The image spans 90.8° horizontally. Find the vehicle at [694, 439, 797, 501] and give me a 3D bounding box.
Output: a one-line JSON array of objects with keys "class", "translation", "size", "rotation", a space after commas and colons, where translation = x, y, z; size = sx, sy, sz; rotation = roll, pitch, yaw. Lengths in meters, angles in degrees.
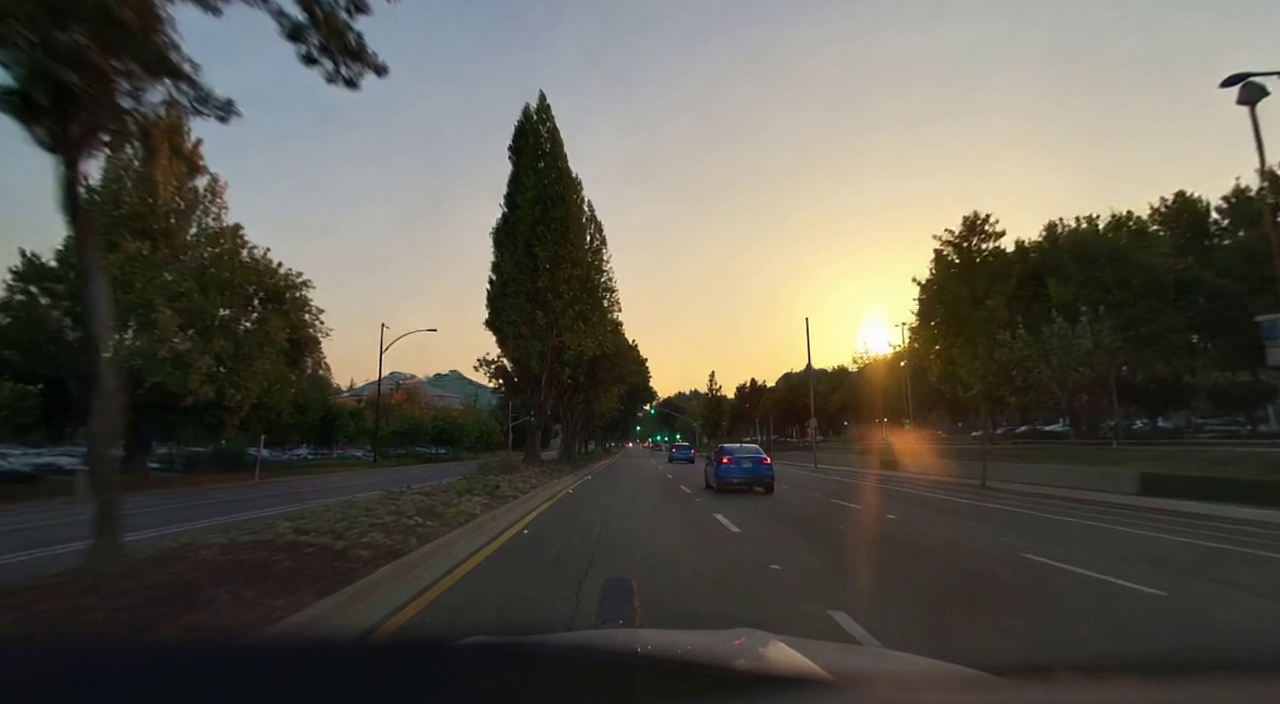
[{"class": "vehicle", "translation": [2.766, 3.204, 17.610], "size": [2.056, 1.483, 4.091], "rotation": [0, -8, -2]}]
